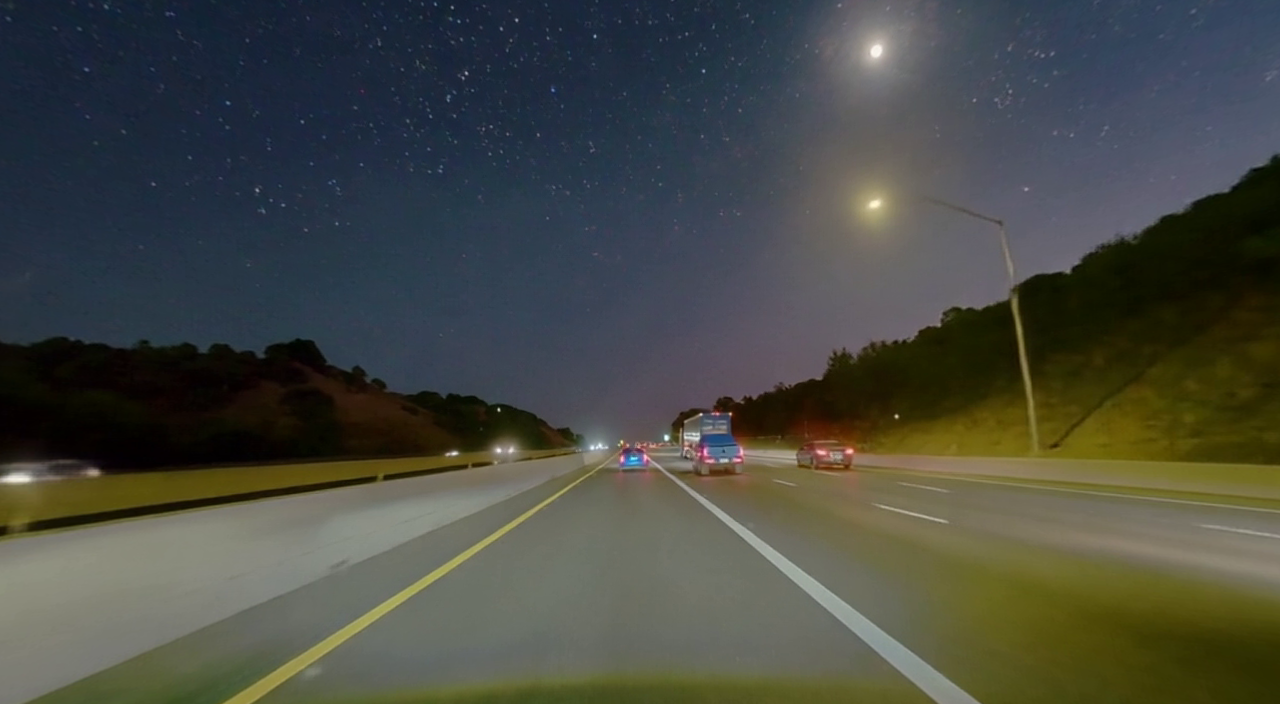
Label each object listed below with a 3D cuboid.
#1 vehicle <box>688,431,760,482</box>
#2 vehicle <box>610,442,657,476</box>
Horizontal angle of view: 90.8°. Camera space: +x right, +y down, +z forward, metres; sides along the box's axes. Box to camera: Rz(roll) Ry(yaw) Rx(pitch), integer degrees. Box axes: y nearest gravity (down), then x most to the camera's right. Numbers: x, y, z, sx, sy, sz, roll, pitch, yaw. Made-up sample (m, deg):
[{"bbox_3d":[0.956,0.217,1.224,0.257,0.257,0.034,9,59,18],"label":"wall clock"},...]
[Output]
[{"bbox_3d":[3.224,4.141,25.287,2.098,1.794,4.561,0,-8,-2],"label":"vehicle"},{"bbox_3d":[-0.338,5.080,30.196,2.083,1.477,3.965,0,-8,-1],"label":"vehicle"}]
